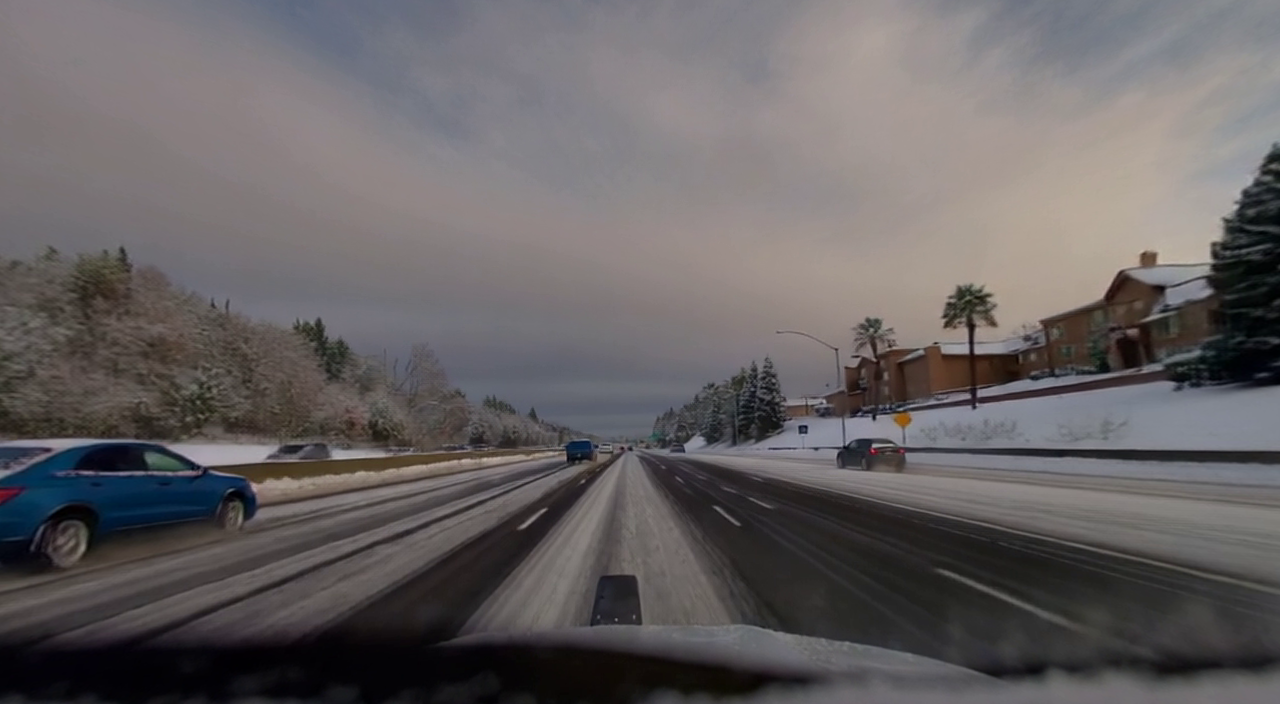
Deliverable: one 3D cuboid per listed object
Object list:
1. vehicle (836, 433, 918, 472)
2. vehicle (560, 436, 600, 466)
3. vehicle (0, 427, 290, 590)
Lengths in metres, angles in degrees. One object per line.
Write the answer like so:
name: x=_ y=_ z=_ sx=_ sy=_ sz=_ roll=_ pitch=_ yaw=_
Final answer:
vehicle: x=11.768 y=5.025 z=31.769 sx=2.168 sy=1.792 sz=4.457 roll=0 pitch=-9 yaw=-3
vehicle: x=-4.059 y=6.807 z=43.427 sx=2.225 sy=1.967 sz=4.673 roll=0 pitch=-9 yaw=1
vehicle: x=-6.902 y=1.791 z=8.043 sx=2.018 sy=1.480 sz=4.999 roll=0 pitch=-9 yaw=0
